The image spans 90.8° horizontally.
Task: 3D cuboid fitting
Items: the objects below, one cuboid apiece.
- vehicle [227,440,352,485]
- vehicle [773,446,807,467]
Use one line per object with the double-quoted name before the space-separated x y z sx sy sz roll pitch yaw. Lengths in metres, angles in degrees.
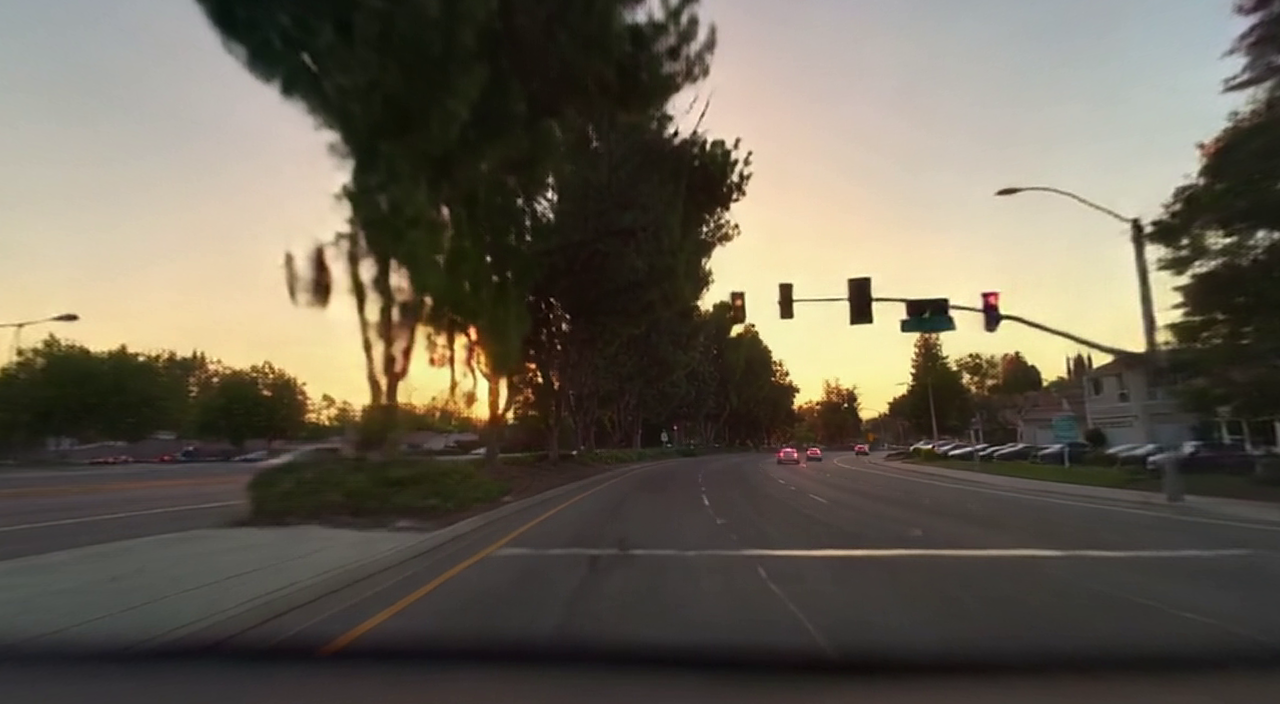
"vehicle" -15.076 4.762 27.590 2.176 1.772 5.010 -1 -9 7
"vehicle" 11.045 7.702 46.750 1.988 1.460 3.996 -1 -9 8
